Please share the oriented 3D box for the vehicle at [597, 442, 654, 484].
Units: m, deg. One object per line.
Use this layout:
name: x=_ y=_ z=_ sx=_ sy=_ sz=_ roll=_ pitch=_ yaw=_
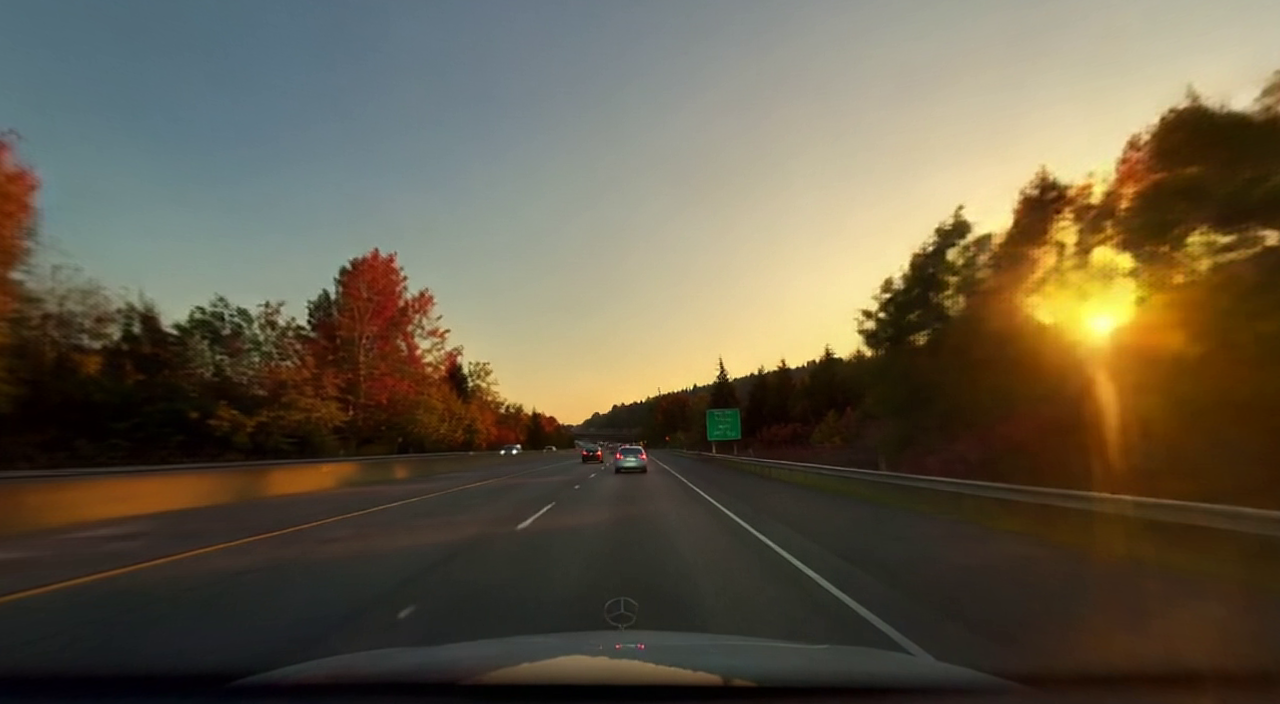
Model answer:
vehicle: x=-0.549 y=4.321 z=24.694 sx=2.066 sy=1.490 sz=3.759 roll=-1 pitch=-9 yaw=0
